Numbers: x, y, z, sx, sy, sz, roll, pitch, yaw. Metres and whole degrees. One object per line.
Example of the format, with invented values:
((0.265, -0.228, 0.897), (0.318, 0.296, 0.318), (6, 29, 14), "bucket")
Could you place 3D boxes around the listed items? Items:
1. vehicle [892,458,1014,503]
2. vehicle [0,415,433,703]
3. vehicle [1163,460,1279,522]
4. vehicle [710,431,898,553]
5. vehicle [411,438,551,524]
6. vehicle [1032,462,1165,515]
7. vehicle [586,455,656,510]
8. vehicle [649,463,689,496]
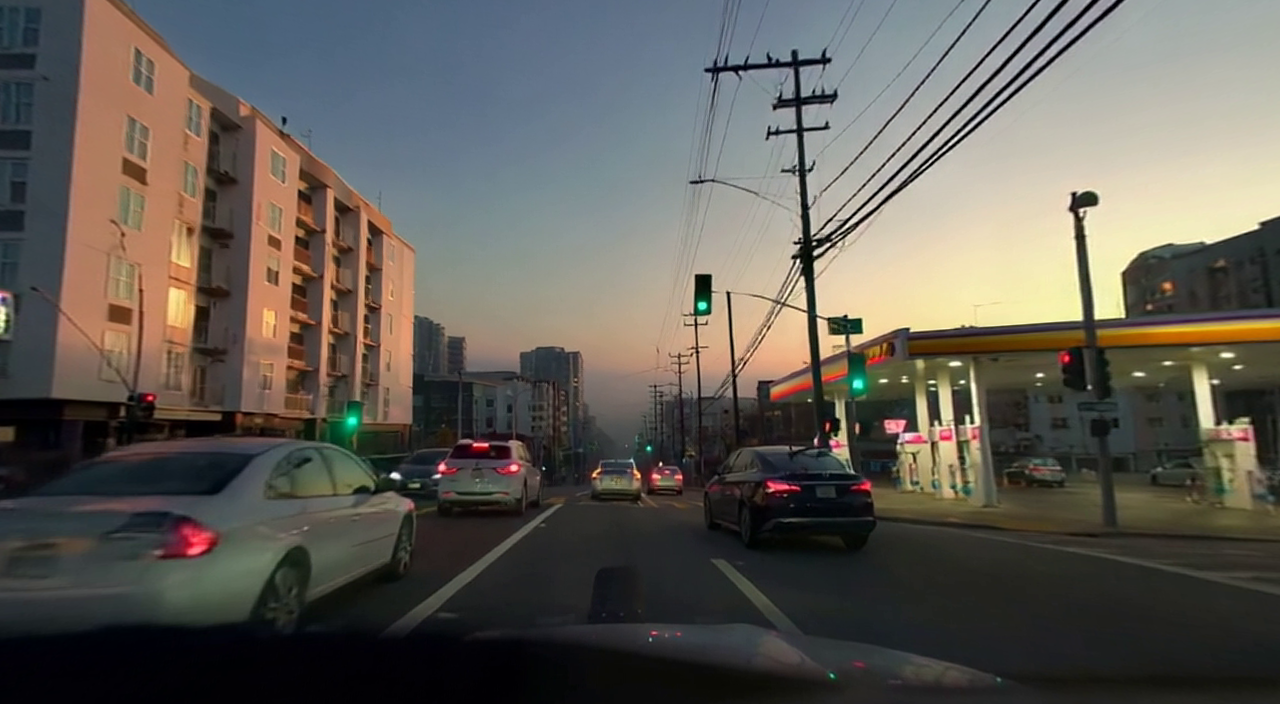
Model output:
((12.062, 4.898, 24.398), (4.048, 1.539, 1.820), (3, -9, -19), "vehicle")
((-3.159, 1.309, 4.699), (1.932, 1.458, 4.330), (0, -8, -2), "vehicle")
((21.065, 4.739, 22.059), (1.878, 1.680, 4.244), (-2, -7, 0), "vehicle")
((2.492, 2.238, 10.829), (1.945, 1.647, 4.160), (0, -8, -2), "vehicle")
((-3.504, 2.928, 14.983), (2.221, 1.706, 4.451), (0, -8, -1), "vehicle")
((15.620, 4.618, 21.888), (1.959, 1.482, 4.664), (-2, -9, 13), "vehicle")
((-0.629, 4.036, 20.023), (1.999, 1.487, 3.939), (0, -8, -2), "vehicle")
((1.637, 7.451, 37.256), (1.953, 1.687, 4.094), (0, -8, -3), "vehicle")
